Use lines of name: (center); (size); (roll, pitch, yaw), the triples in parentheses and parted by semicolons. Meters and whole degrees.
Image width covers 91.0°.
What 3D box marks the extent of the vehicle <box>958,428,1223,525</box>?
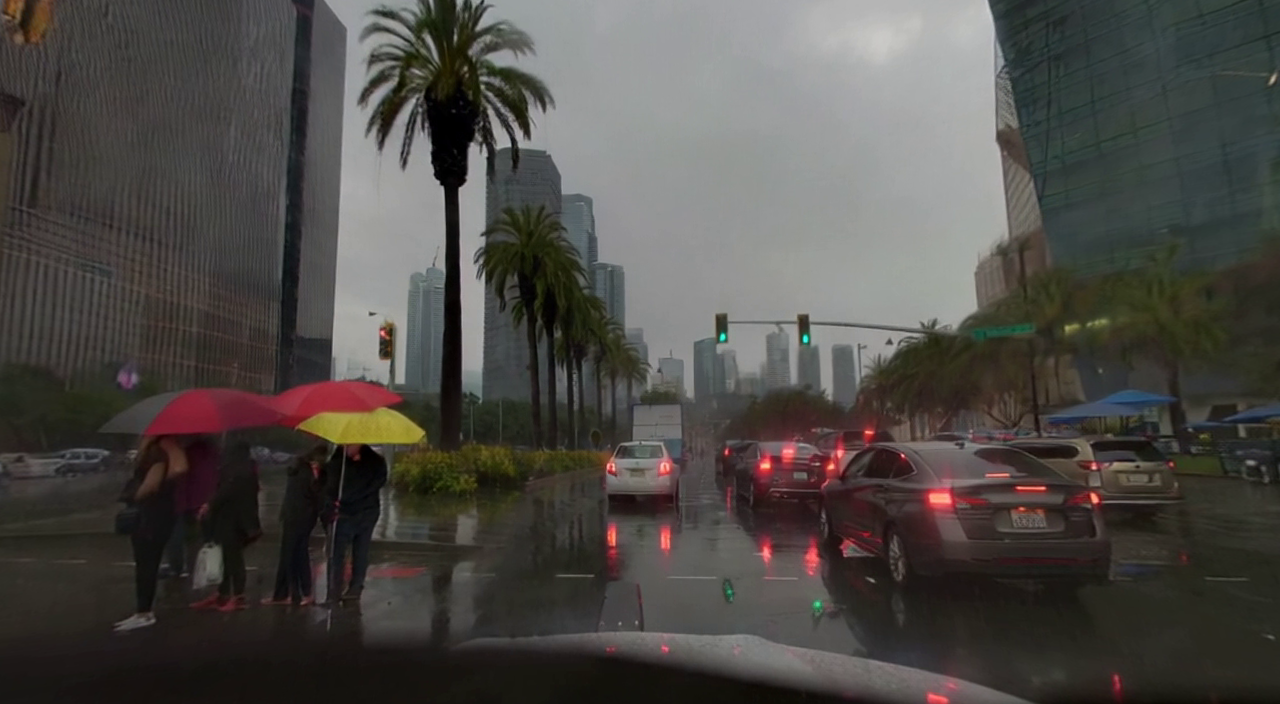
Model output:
vehicle: (8.175, 2.276, 12.060); (1.859, 1.508, 4.259); (0, -9, -1)

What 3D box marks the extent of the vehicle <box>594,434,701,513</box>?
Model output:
vehicle: (0.179, 2.611, 13.983); (2.048, 1.503, 3.681); (0, -9, 1)

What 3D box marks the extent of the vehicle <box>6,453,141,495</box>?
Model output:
vehicle: (-26.696, 5.723, 29.957); (2.105, 1.793, 4.812); (0, -9, -3)

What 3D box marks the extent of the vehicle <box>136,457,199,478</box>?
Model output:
vehicle: (-36.836, 8.984, 49.209); (1.700, 1.527, 4.445); (1, -9, -4)

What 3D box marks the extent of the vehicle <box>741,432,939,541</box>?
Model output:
vehicle: (3.090, 2.166, 10.846); (1.913, 1.469, 4.425); (0, -9, -1)
